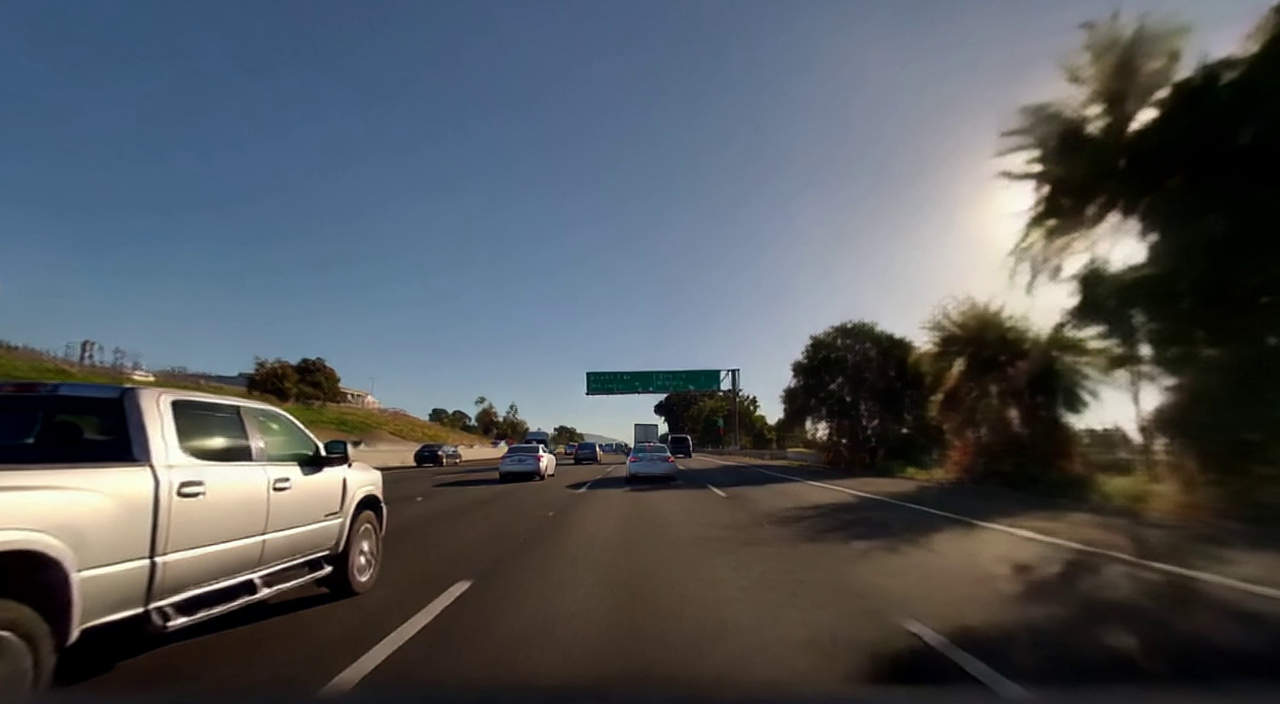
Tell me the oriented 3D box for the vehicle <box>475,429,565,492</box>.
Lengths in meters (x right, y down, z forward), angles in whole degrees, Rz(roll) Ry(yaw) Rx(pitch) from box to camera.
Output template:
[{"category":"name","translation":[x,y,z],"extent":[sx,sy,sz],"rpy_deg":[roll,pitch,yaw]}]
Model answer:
[{"category":"vehicle","translation":[-3.604,3.348,19.790],"extent":[1.903,1.721,4.210],"rpy_deg":[0,-8,1]}]

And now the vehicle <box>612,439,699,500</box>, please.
[{"category":"vehicle","translation":[0.372,3.093,17.015],"extent":[2.054,1.421,4.090],"rpy_deg":[0,-8,0]}]

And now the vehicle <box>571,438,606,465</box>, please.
[{"category":"vehicle","translation":[-3.285,6.465,41.140],"extent":[1.897,1.646,4.049],"rpy_deg":[0,-8,1]}]

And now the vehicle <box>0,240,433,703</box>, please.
[{"category":"vehicle","translation":[-3.413,0.850,3.699],"extent":[2.269,2.060,5.933],"rpy_deg":[0,-8,1]}]

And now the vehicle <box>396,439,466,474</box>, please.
[{"category":"vehicle","translation":[-10.384,5.217,31.715],"extent":[1.941,1.602,4.277],"rpy_deg":[0,-8,2]}]
